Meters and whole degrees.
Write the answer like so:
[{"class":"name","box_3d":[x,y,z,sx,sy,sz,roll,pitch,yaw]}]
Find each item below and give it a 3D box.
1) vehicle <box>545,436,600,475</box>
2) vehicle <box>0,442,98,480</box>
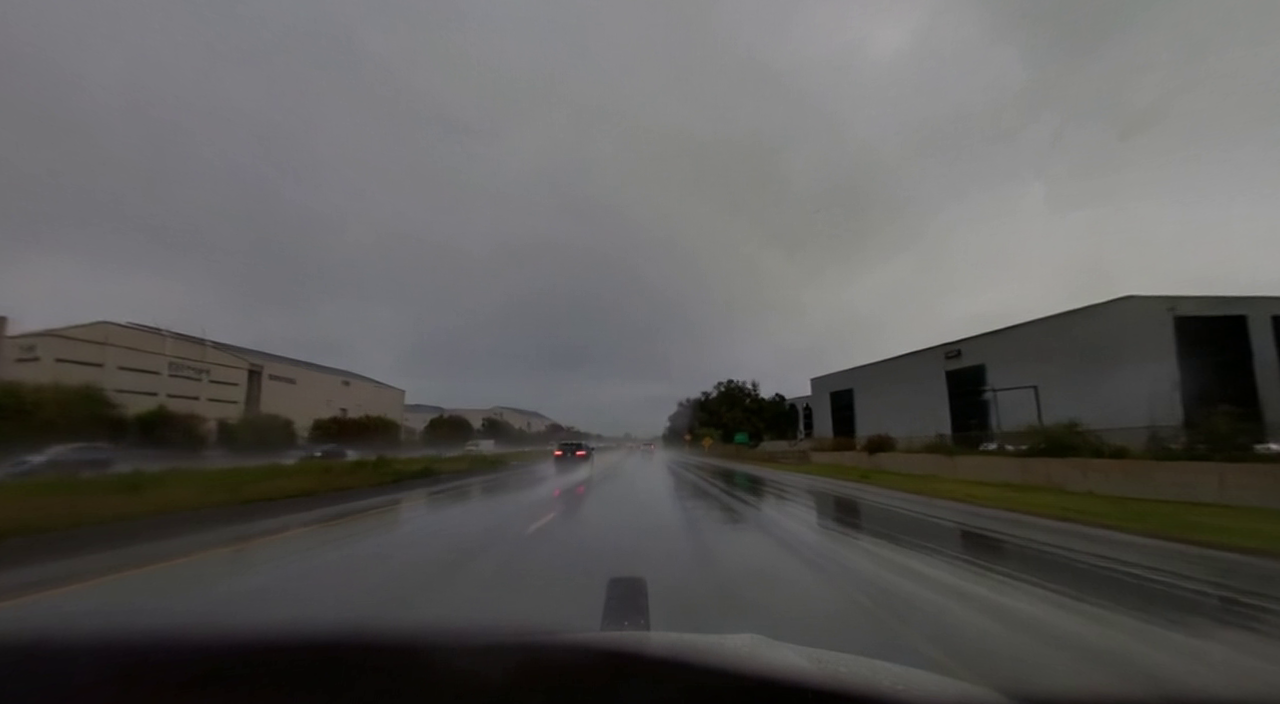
[{"class":"vehicle","box_3d":[-3.431,5.421,33.172,2.218,1.850,4.774,0,-9,2]},{"class":"vehicle","box_3d":[-31.843,5.735,33.334,1.965,1.839,4.751,0,-9,1]}]
